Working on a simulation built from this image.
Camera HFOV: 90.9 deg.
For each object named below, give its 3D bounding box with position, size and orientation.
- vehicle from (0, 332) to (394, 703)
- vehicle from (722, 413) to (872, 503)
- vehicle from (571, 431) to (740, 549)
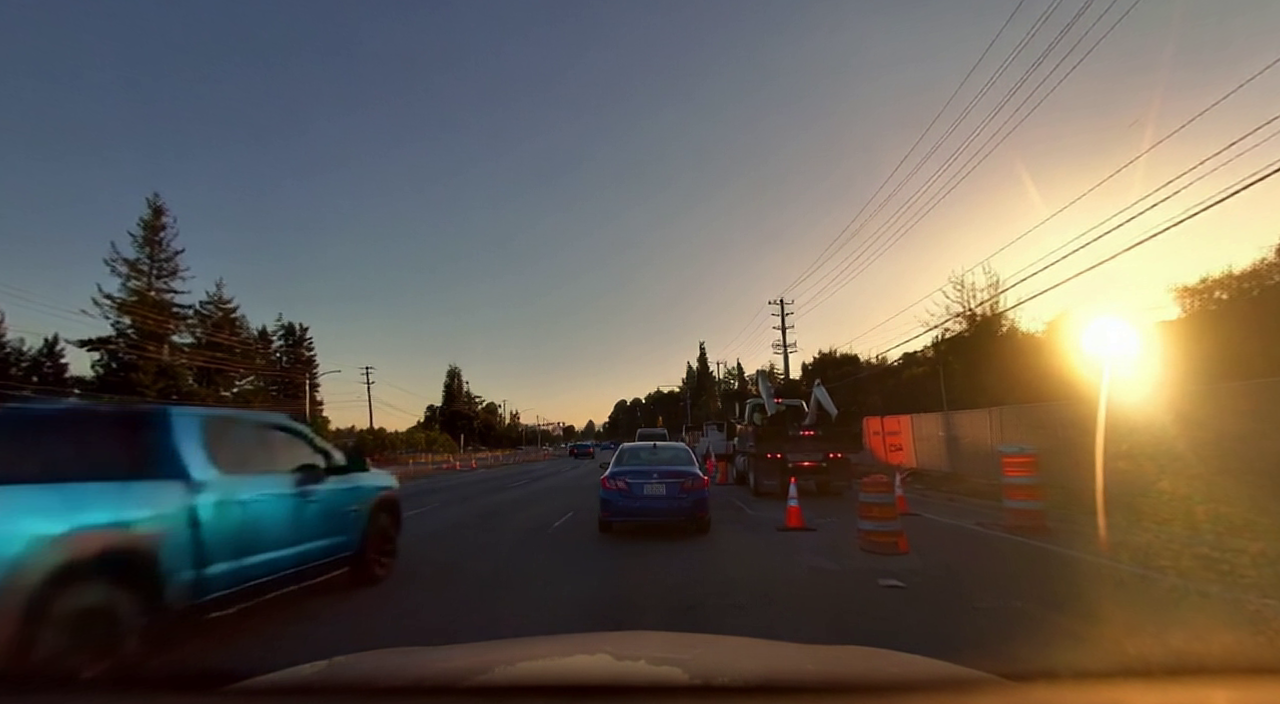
[{"bbox_3d":[-3.300,1.010,3.669,1.989,1.729,4.184,0,-8,0],"label":"vehicle"},{"bbox_3d":[3.982,2.876,17.497,2.555,2.017,6.201,0,-8,0],"label":"vehicle"},{"bbox_3d":[0.212,2.062,10.152,2.128,1.473,4.272,0,-8,1],"label":"vehicle"}]
